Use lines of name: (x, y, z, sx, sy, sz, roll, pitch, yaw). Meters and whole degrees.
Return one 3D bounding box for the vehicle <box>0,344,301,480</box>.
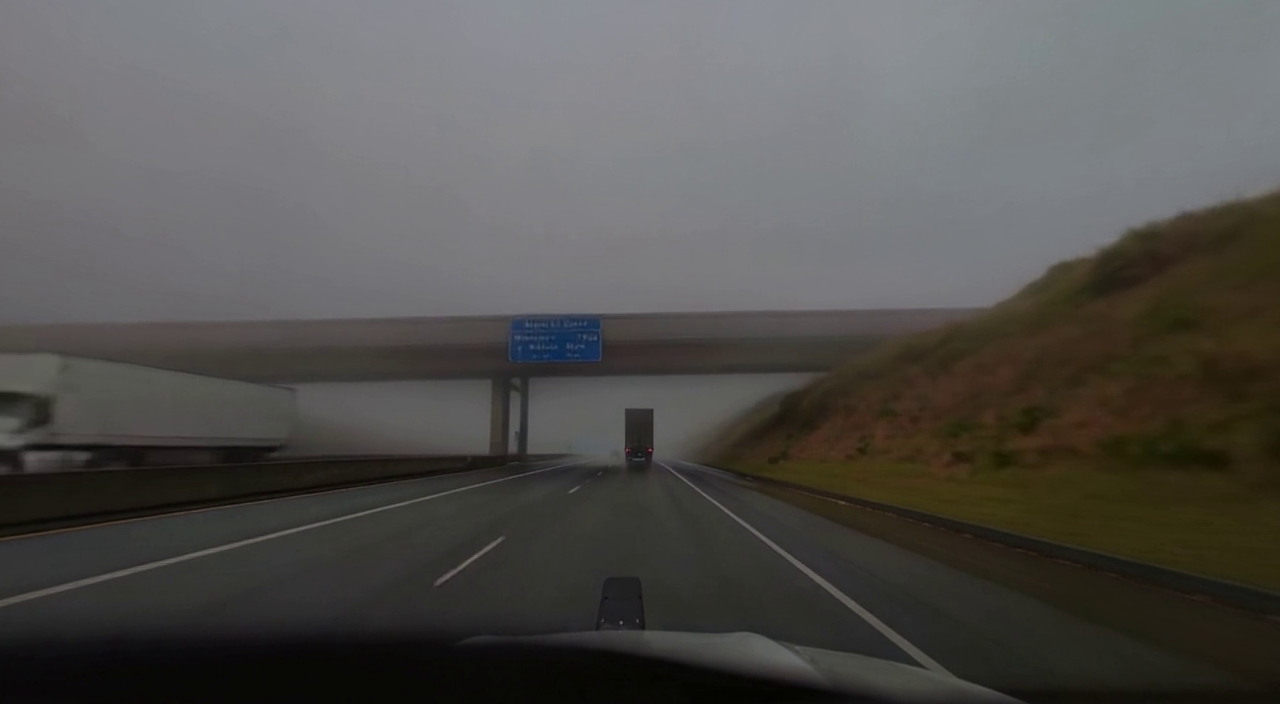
vehicle: (-18.958, 2.802, 25.132, 2.997, 3.896, 14.226, 0, -9, 0)
